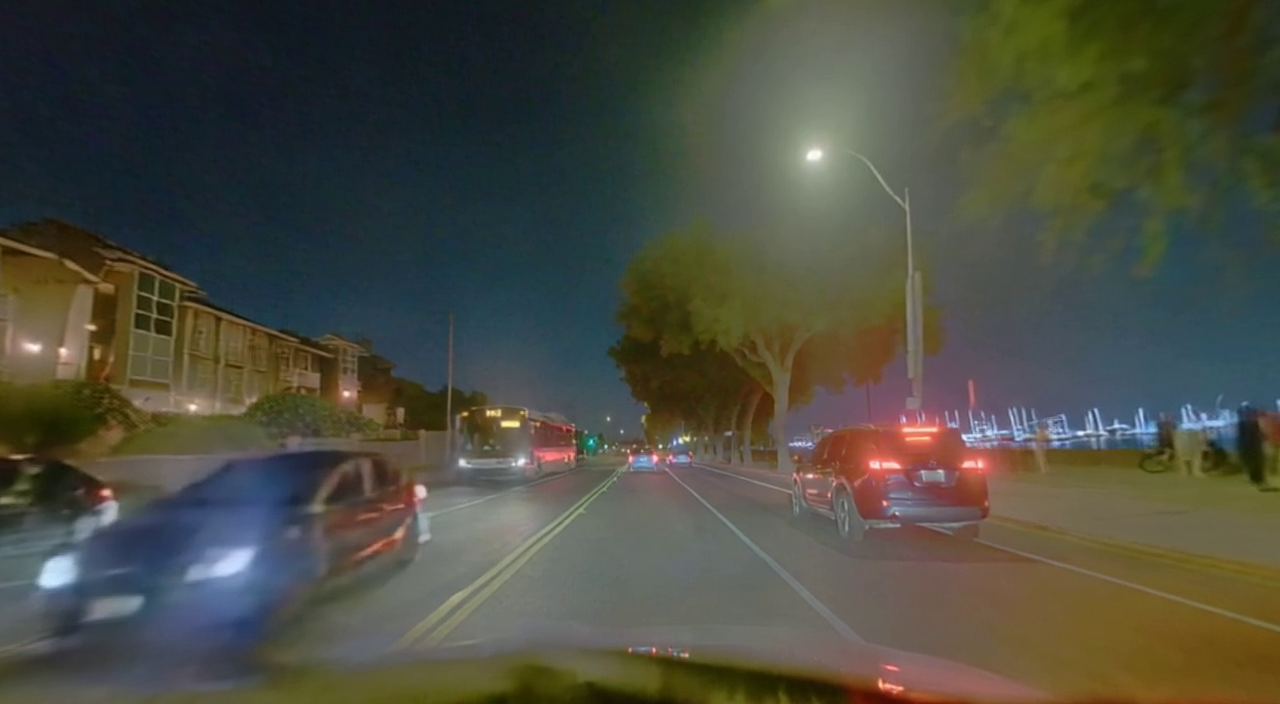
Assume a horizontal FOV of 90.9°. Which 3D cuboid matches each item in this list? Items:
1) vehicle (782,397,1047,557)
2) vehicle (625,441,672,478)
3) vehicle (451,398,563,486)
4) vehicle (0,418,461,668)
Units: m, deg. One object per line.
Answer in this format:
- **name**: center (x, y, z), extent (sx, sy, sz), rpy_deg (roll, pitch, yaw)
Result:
- **vehicle**: center (3.633, 1.755, 9.456), extent (2.000, 1.809, 4.405), rpy_deg (0, -8, 1)
- **vehicle**: center (0.356, 5.199, 30.691), extent (2.132, 1.632, 3.838), rpy_deg (0, -8, -1)
- **vehicle**: center (-6.018, 4.379, 30.599), extent (3.102, 3.524, 9.830), rpy_deg (-1, -8, 1)
- **vehicle**: center (-3.341, 1.542, 6.188), extent (1.893, 1.583, 4.107), rpy_deg (-1, -8, 1)
